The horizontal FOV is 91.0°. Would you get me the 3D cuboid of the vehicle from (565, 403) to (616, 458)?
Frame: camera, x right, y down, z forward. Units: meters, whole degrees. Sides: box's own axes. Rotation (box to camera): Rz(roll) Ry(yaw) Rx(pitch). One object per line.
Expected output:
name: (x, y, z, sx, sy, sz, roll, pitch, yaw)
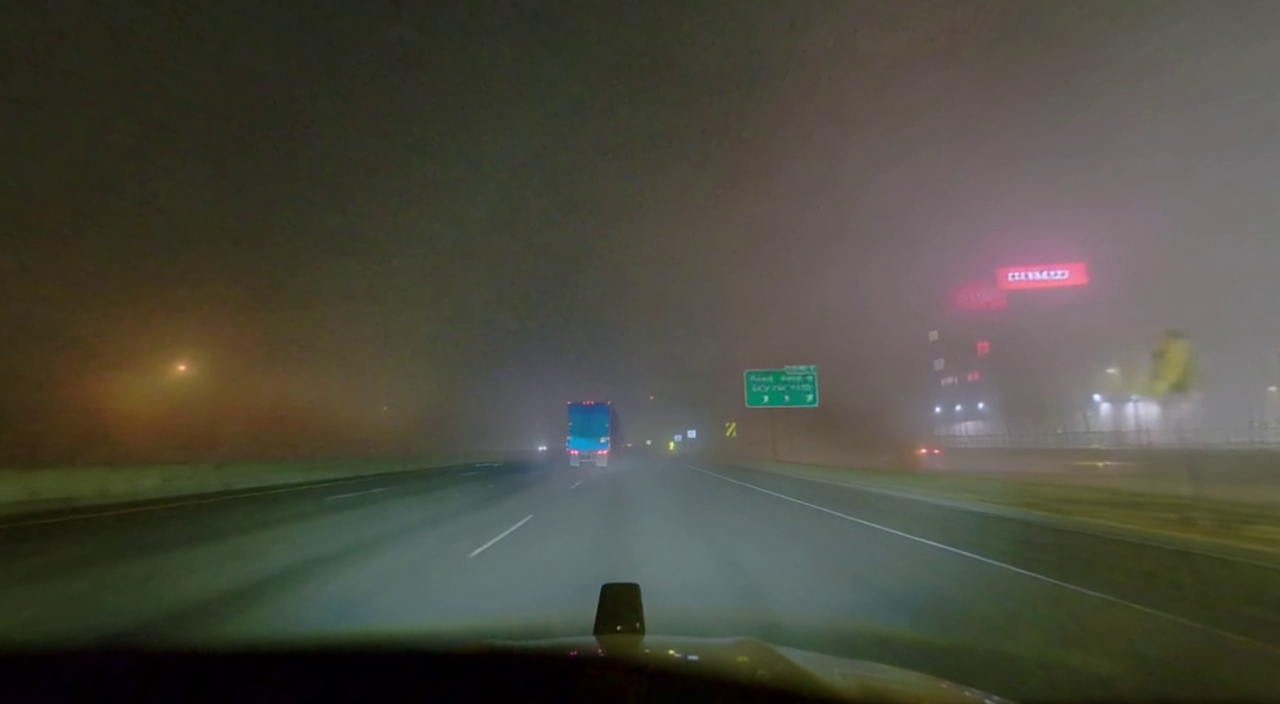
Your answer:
vehicle: (-3.687, 6.355, 49.711, 3.059, 3.867, 10.343, 0, -9, 1)
